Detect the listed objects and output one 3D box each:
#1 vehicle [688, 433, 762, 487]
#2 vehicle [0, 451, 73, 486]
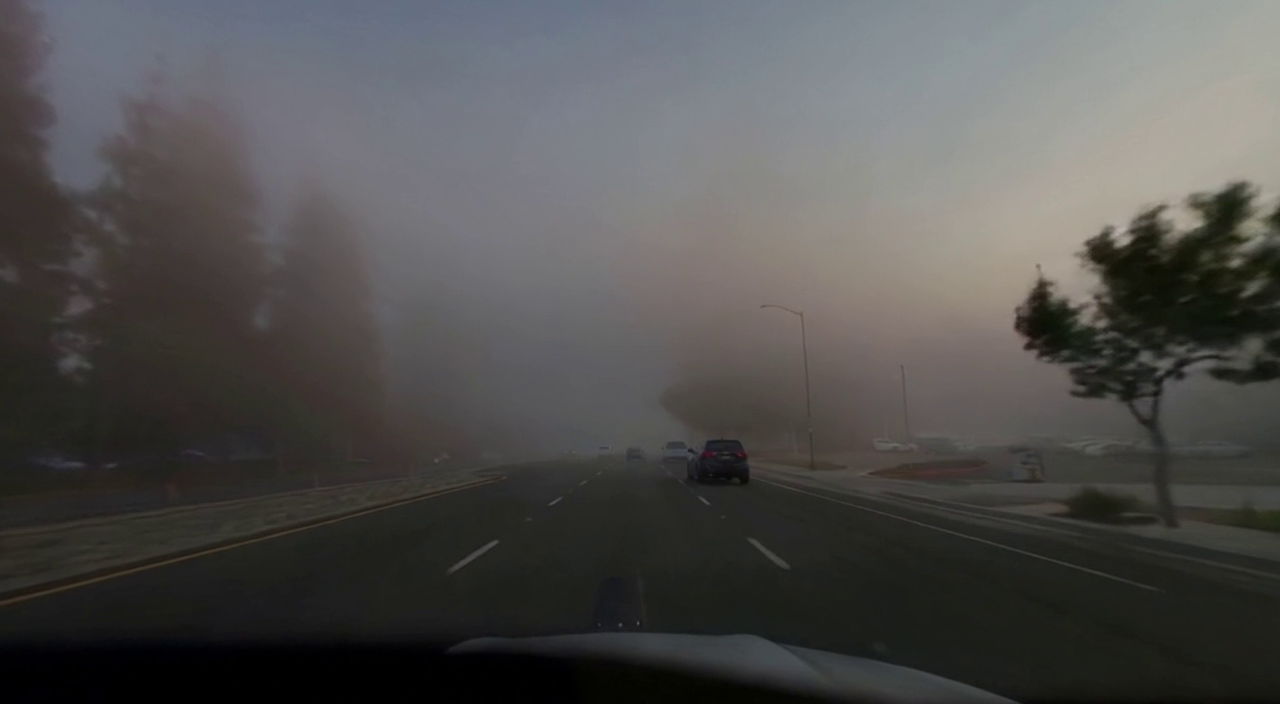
[{"bbox_3d":[3.034,3.987,23.592,2.060,1.816,4.343,0,-9,-1],"label":"vehicle"},{"bbox_3d":[-33.269,6.081,33.173,4.932,1.730,1.939,0,-9,-2],"label":"vehicle"}]
